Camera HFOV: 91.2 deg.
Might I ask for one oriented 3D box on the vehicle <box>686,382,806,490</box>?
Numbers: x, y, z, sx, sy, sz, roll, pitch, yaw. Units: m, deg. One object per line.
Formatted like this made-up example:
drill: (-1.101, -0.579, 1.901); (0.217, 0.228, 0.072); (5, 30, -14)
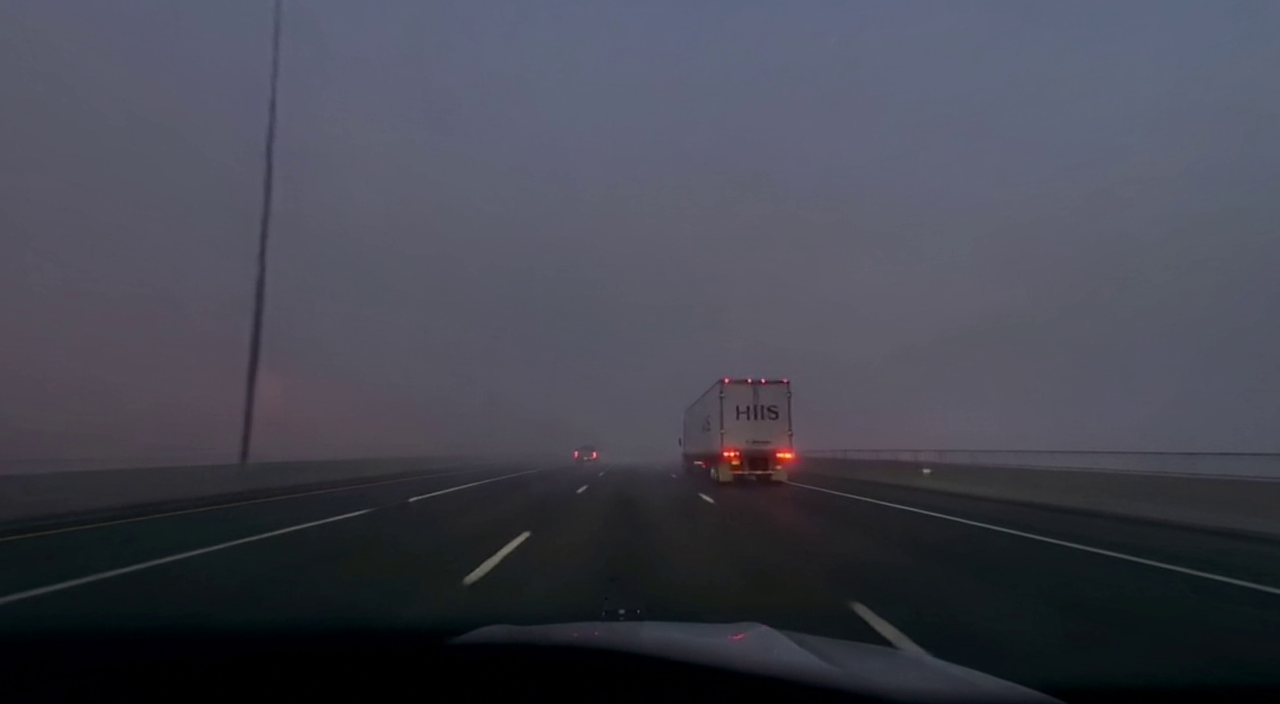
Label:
vehicle: (3.916, 3.685, 26.587); (2.823, 3.509, 12.118); (0, -9, -1)
